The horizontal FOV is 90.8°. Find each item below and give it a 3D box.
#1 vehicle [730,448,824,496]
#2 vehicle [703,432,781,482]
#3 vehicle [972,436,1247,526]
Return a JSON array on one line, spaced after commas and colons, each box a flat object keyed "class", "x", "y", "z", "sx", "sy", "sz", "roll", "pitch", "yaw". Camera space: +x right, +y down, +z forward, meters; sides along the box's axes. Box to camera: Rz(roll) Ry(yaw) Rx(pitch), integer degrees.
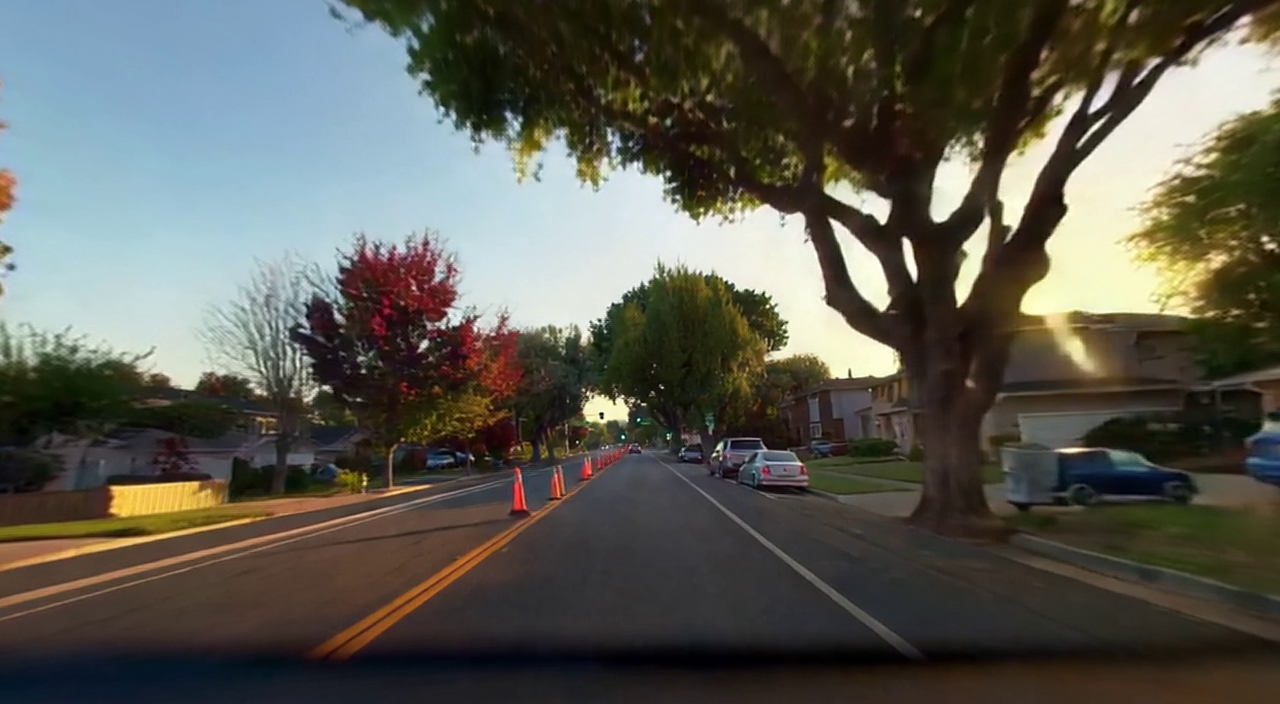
[{"class": "vehicle", "x": 4.200, "y": 3.739, "z": 20.215, "sx": 1.928, "sy": 1.333, "sz": 4.586, "roll": 0, "pitch": -9, "yaw": -1}, {"class": "vehicle", "x": 4.194, "y": 4.427, "z": 26.936, "sx": 2.255, "sy": 1.914, "sz": 4.967, "roll": 0, "pitch": -9, "yaw": -3}, {"class": "vehicle", "x": 8.411, "y": 2.302, "z": 11.591, "sx": 3.561, "sy": 1.465, "sz": 1.870, "roll": 1, "pitch": -8, "yaw": -2}]
